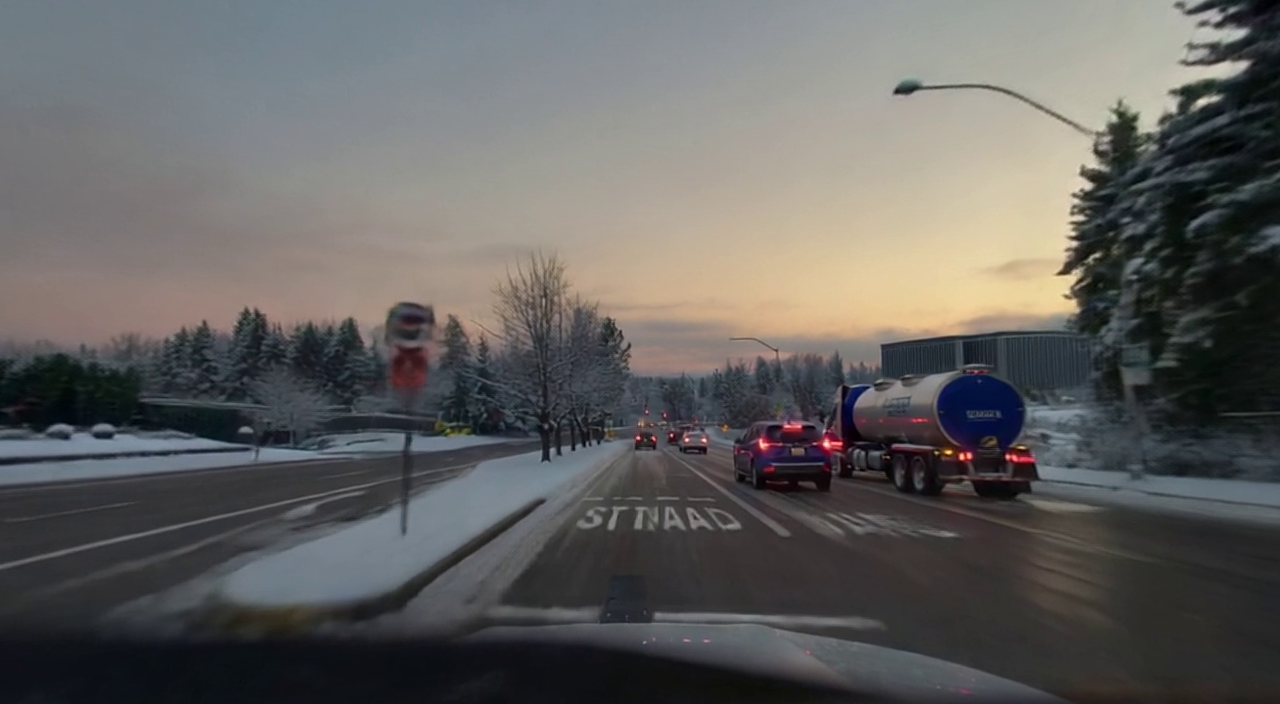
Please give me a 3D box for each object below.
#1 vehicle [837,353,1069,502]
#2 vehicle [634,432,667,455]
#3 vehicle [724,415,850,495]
[{"bbox_3d":[7.765,2.071,16.861,2.849,3.207,6.275,0,-8,0],"label":"vehicle"},{"bbox_3d":[0.656,6.314,43.349,2.148,1.488,4.002,0,-8,0],"label":"vehicle"},{"bbox_3d":[3.518,2.587,16.075,2.045,1.729,4.532,0,-8,-1],"label":"vehicle"}]
